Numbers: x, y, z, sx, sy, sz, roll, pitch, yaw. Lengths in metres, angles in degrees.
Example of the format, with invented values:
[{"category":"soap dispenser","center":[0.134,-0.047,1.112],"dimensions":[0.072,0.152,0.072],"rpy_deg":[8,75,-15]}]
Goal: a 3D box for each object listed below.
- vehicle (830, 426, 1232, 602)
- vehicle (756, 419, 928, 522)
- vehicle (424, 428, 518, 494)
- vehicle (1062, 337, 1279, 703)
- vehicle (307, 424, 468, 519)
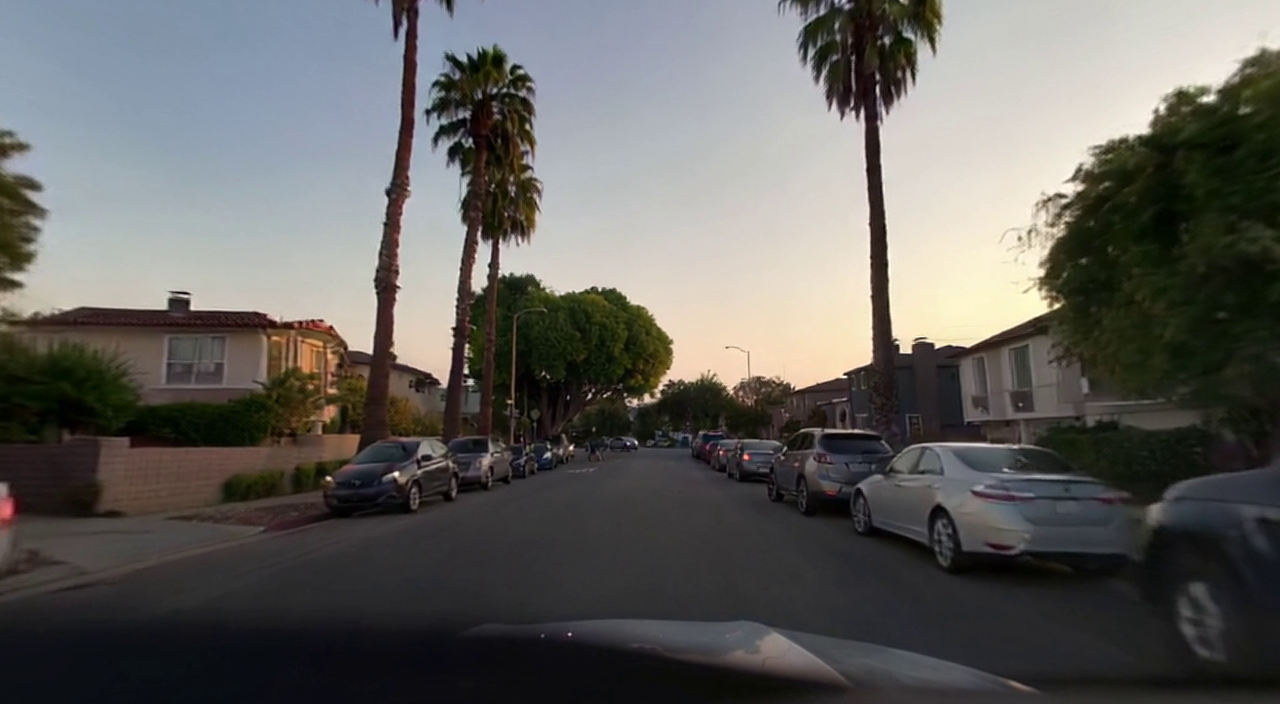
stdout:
[{"category":"vehicle","center":[4.153,1.766,7.999],"dimensions":[1.870,1.506,4.897],"rpy_deg":[0,-8,-1]},{"category":"vehicle","center":[4.018,2.442,13.598],"dimensions":[2.116,1.817,4.652],"rpy_deg":[0,-8,-1]},{"category":"vehicle","center":[-5.321,3.485,20.658],"dimensions":[1.963,1.859,4.884],"rpy_deg":[0,-8,-3]},{"category":"vehicle","center":[4.107,0.761,2.254],"dimensions":[1.964,1.889,4.708],"rpy_deg":[0,-8,1]},{"category":"vehicle","center":[-5.505,2.639,14.508],"dimensions":[1.947,1.803,4.381],"rpy_deg":[0,-8,-1]}]
